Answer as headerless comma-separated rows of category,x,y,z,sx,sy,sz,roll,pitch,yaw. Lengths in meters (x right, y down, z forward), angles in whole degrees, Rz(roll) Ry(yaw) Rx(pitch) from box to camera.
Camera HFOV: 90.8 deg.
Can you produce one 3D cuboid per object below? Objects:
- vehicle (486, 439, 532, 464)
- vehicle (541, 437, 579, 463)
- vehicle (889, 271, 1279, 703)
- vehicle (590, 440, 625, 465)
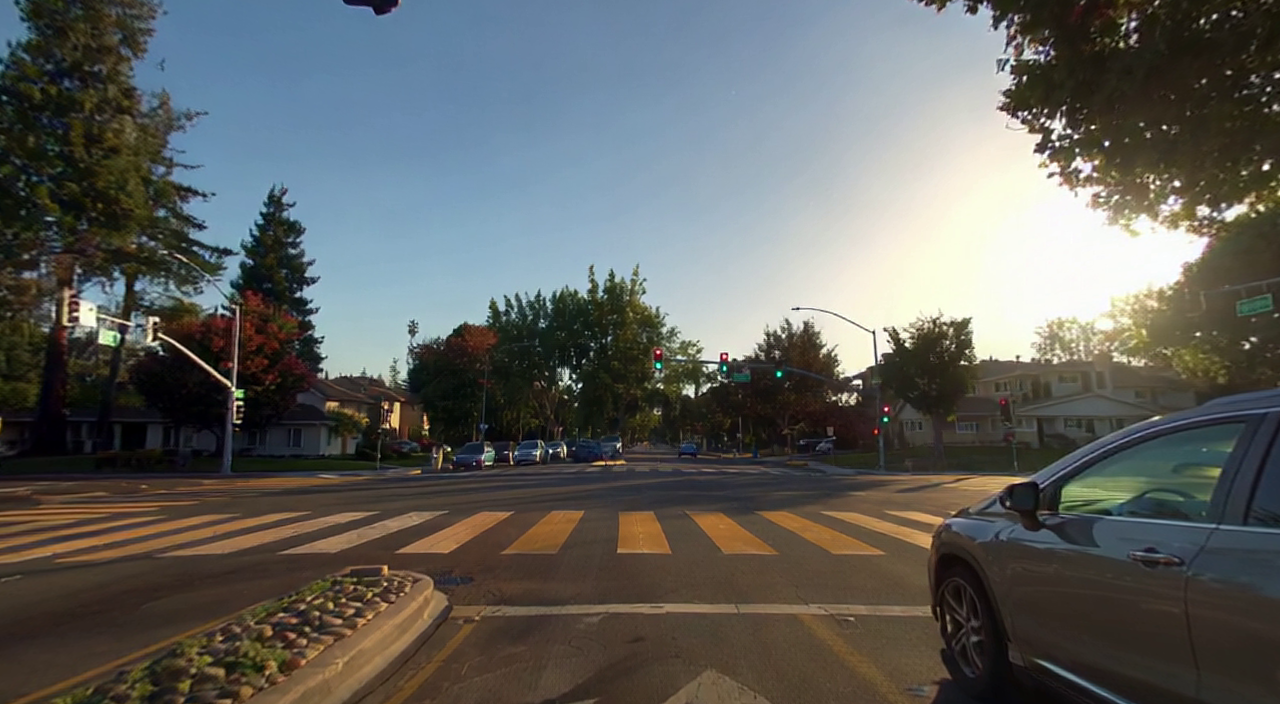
vehicle,-8.946,6.853,43.619,2.028,1.654,5.027,0,-8,1
vehicle,-5.536,6.890,44.378,2.091,1.707,4.157,0,-8,0
vehicle,2.719,0.711,1.737,2.085,1.800,4.908,0,-8,0
vehicle,-2.143,6.394,40.212,2.046,1.491,4.118,1,-8,-5
